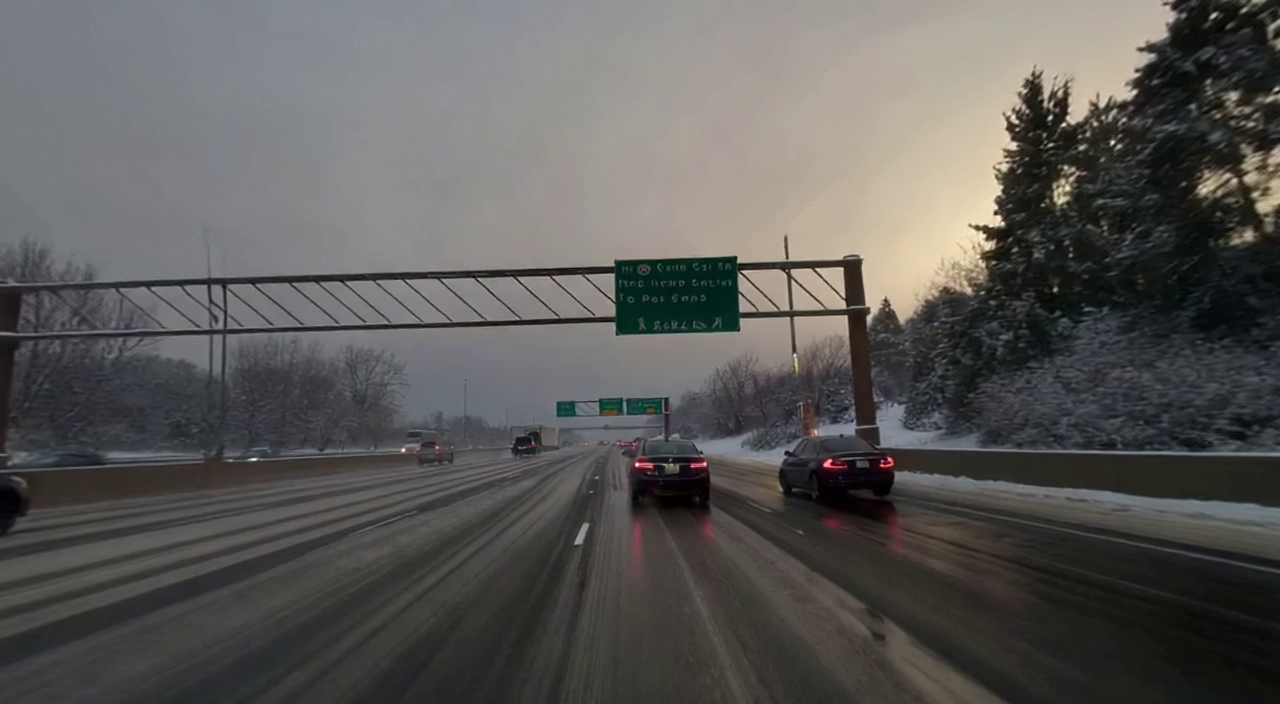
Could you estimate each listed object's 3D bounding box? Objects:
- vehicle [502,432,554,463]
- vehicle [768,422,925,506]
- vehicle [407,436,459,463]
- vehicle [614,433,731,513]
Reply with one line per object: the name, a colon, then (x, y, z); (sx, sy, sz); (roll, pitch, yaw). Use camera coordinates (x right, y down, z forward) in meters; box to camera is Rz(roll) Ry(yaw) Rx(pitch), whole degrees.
vehicle: (-7.362, 6.377, 42.136); (2.486, 1.856, 6.310); (0, -8, -1)
vehicle: (4.728, 2.639, 15.280); (2.100, 1.707, 4.342); (0, -8, -4)
vehicle: (-14.515, 6.888, 44.546); (2.180, 1.796, 4.839); (0, -8, -2)
vehicle: (0.518, 2.540, 13.760); (2.042, 1.446, 4.269); (0, -8, -4)
